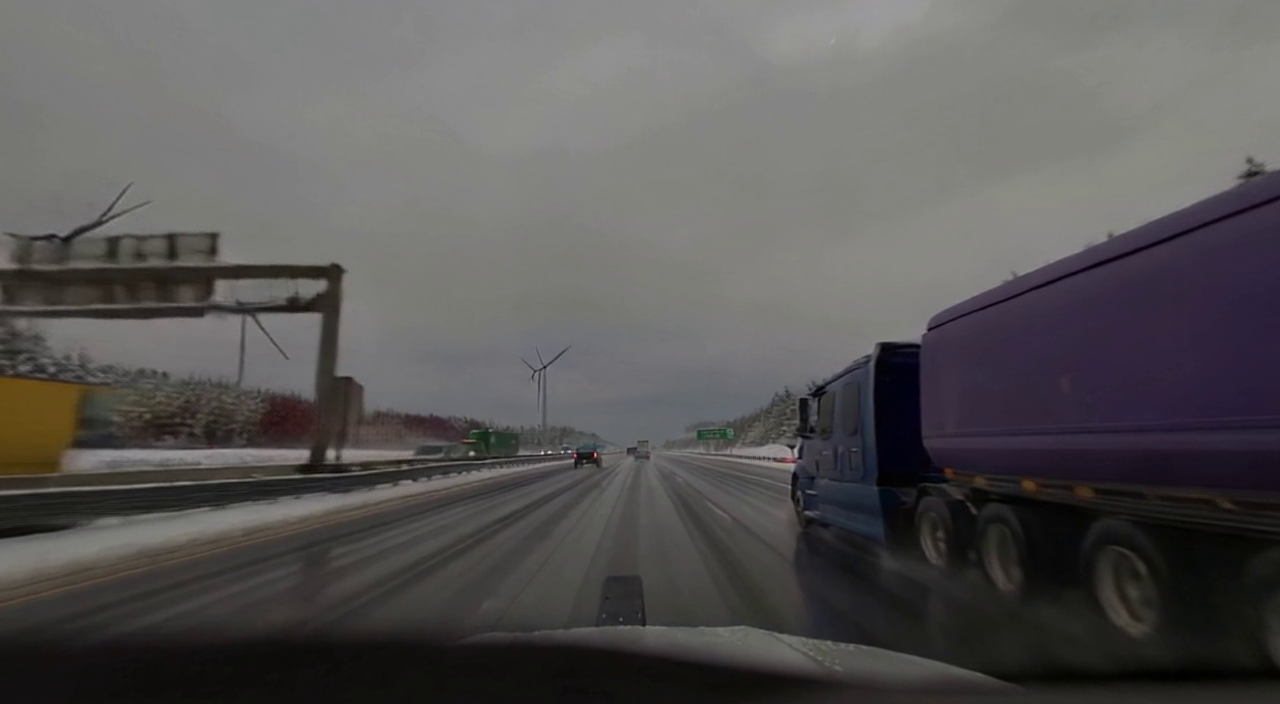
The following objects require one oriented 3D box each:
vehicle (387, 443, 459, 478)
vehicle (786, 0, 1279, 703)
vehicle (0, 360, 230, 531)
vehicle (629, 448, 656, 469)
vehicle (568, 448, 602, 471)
[{"bbox_3d":[-11.772,5.919,34.665,2.113,1.770,4.939,0,-9,1],"label":"vehicle"},{"bbox_3d":[3.700,0.341,6.236,2.983,3.940,5.919,0,-9,0],"label":"vehicle"},{"bbox_3d":[-11.869,1.927,12.841,2.445,2.805,6.838,0,-9,-1],"label":"vehicle"},{"bbox_3d":[0.149,7.919,47.032,1.931,1.453,3.695,0,-9,0],"label":"vehicle"},{"bbox_3d":[-3.841,7.521,44.363,1.952,1.521,4.095,0,-9,1],"label":"vehicle"}]
